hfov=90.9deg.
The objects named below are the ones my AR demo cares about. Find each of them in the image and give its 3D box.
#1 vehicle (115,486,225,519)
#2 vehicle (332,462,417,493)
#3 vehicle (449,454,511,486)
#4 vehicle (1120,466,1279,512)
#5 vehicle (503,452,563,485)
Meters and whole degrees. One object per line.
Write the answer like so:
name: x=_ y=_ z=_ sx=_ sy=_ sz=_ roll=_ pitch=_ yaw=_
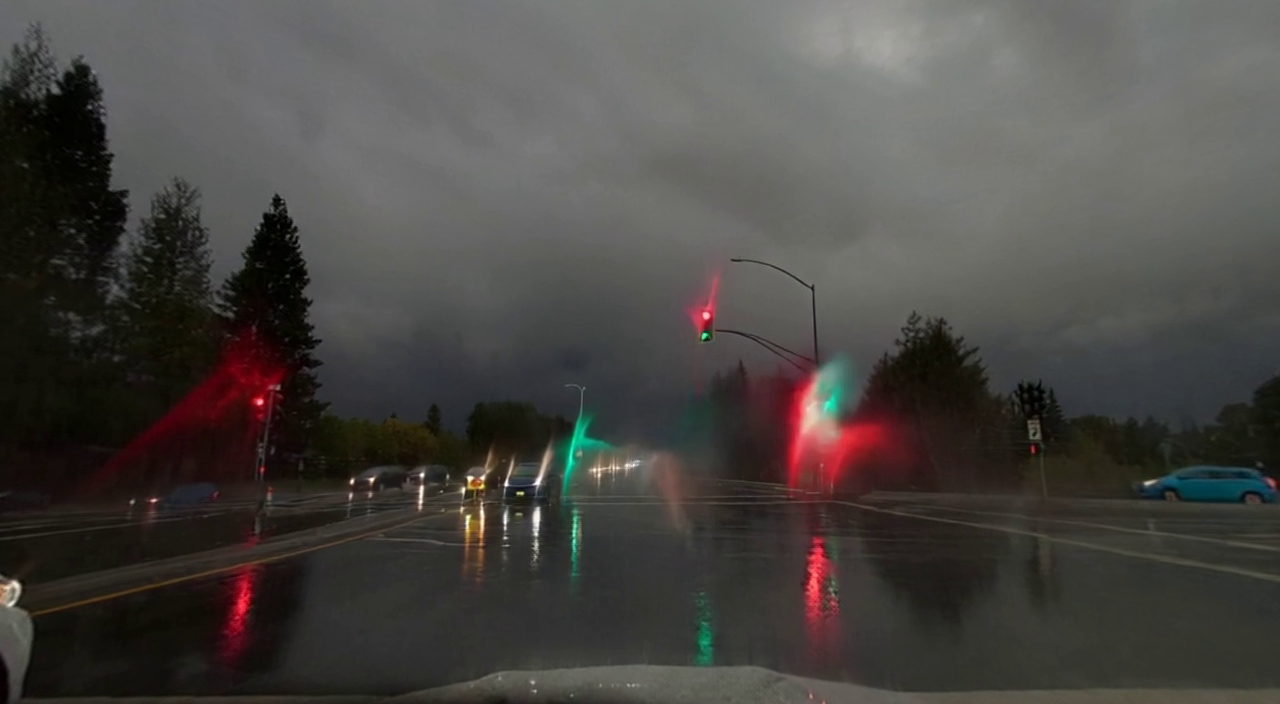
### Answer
vehicle: x=-26.217 y=8.407 z=35.342 sx=4.491 sy=1.500 sz=2.029 roll=4 pitch=-9 yaw=-24
vehicle: x=-17.329 y=8.157 z=41.423 sx=2.050 sy=1.755 sz=5.135 roll=-3 pitch=-9 yaw=21
vehicle: x=-8.047 y=5.974 z=32.098 sx=1.960 sy=1.433 sz=4.213 roll=0 pitch=-8 yaw=1
vehicle: x=22.440 y=5.438 z=25.219 sx=4.571 sy=1.621 sz=2.113 roll=-1 pitch=-9 yaw=7
vehicle: x=-5.222 y=5.754 z=31.518 sx=2.107 sy=1.456 sz=4.728 roll=0 pitch=-8 yaw=1
